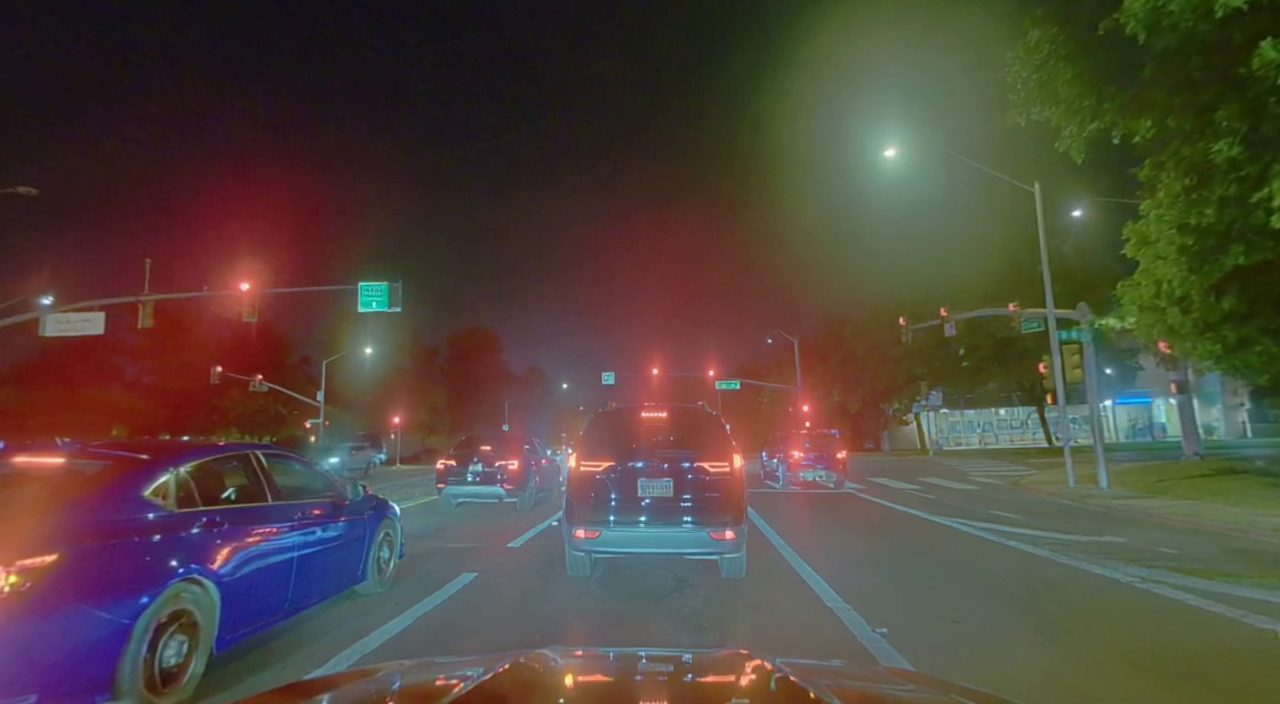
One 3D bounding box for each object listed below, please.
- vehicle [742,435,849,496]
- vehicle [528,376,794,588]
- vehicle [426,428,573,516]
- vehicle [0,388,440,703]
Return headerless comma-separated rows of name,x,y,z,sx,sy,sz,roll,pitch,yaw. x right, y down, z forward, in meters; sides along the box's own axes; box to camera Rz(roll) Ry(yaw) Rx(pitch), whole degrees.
vehicle,4.120,3.068,17.408,1.979,1.453,4.011,0,-8,1
vehicle,0.226,1.440,7.727,2.300,1.832,4.331,0,-8,1
vehicle,-2.676,2.389,13.068,1.851,1.502,4.042,0,-8,4
vehicle,-3.211,1.201,4.438,1.958,1.494,4.624,0,-8,2
